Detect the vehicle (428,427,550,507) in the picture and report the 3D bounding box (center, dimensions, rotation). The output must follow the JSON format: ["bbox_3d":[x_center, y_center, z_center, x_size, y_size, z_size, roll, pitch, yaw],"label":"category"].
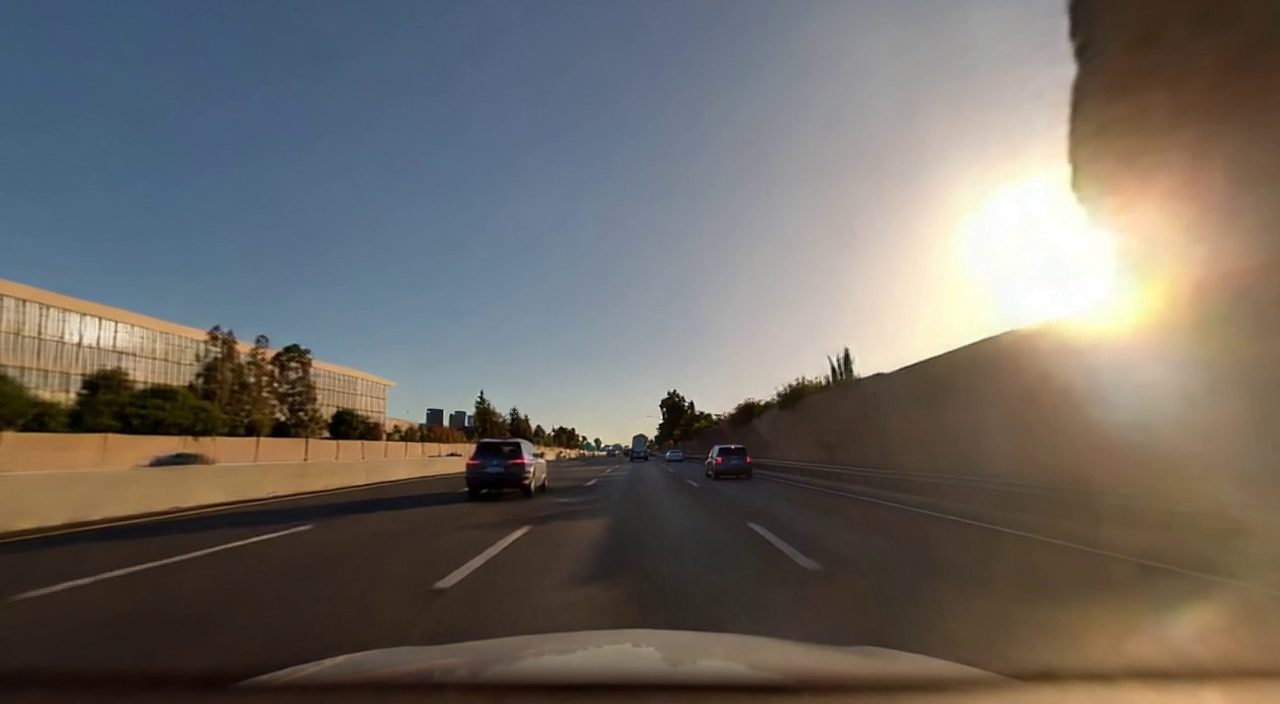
[{"bbox_3d":[-3.776,2.972,16.652,2.014,1.811,4.369,0,-9,2],"label":"vehicle"}]

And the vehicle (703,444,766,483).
[{"bbox_3d":[3.993,4.800,27.353,1.973,1.536,4.337,0,-9,-1],"label":"vehicle"}]
